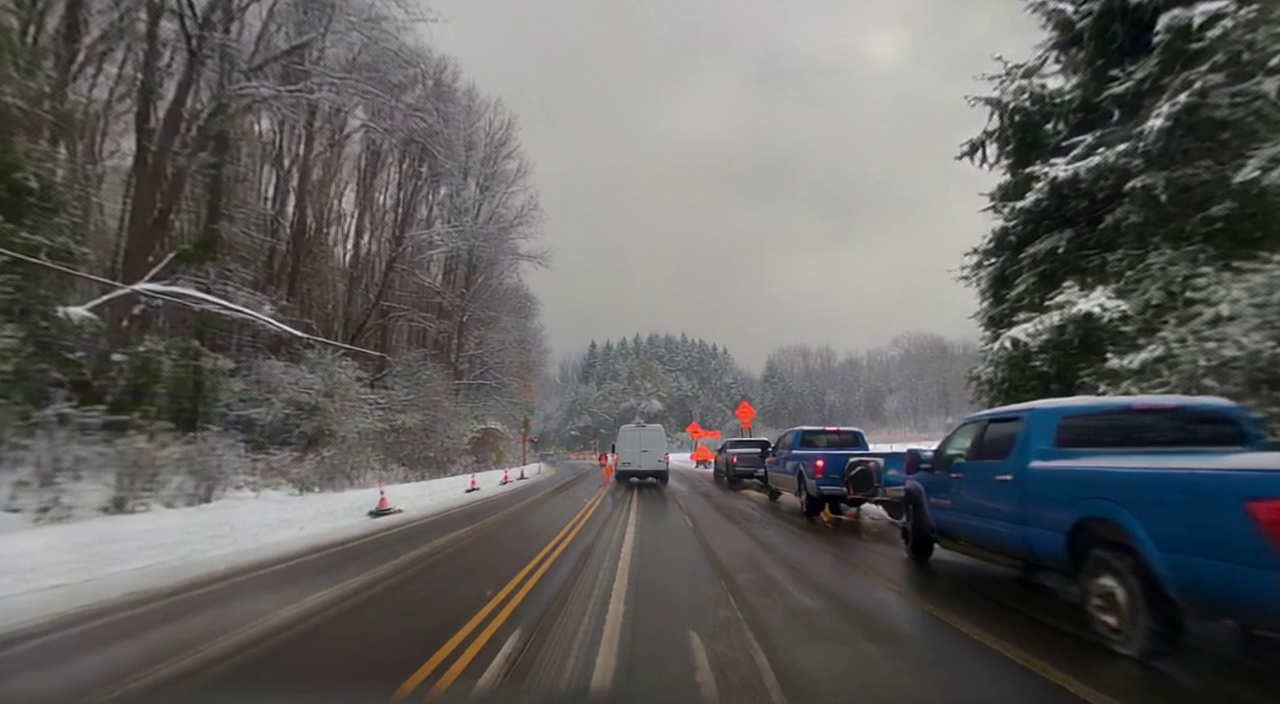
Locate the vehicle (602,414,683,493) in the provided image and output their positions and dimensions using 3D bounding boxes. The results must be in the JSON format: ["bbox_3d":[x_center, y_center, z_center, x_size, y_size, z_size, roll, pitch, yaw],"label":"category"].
[{"bbox_3d":[0.076,3.316,20.853,2.362,2.247,4.892,0,-8,0],"label":"vehicle"}]

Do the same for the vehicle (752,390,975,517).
[{"bbox_3d":[4.415,2.231,14.207,2.613,2.153,6.713,0,-8,0],"label":"vehicle"}]

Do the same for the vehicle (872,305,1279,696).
[{"bbox_3d":[4.376,1.144,5.790,2.202,1.980,5.978,0,-8,0],"label":"vehicle"}]
